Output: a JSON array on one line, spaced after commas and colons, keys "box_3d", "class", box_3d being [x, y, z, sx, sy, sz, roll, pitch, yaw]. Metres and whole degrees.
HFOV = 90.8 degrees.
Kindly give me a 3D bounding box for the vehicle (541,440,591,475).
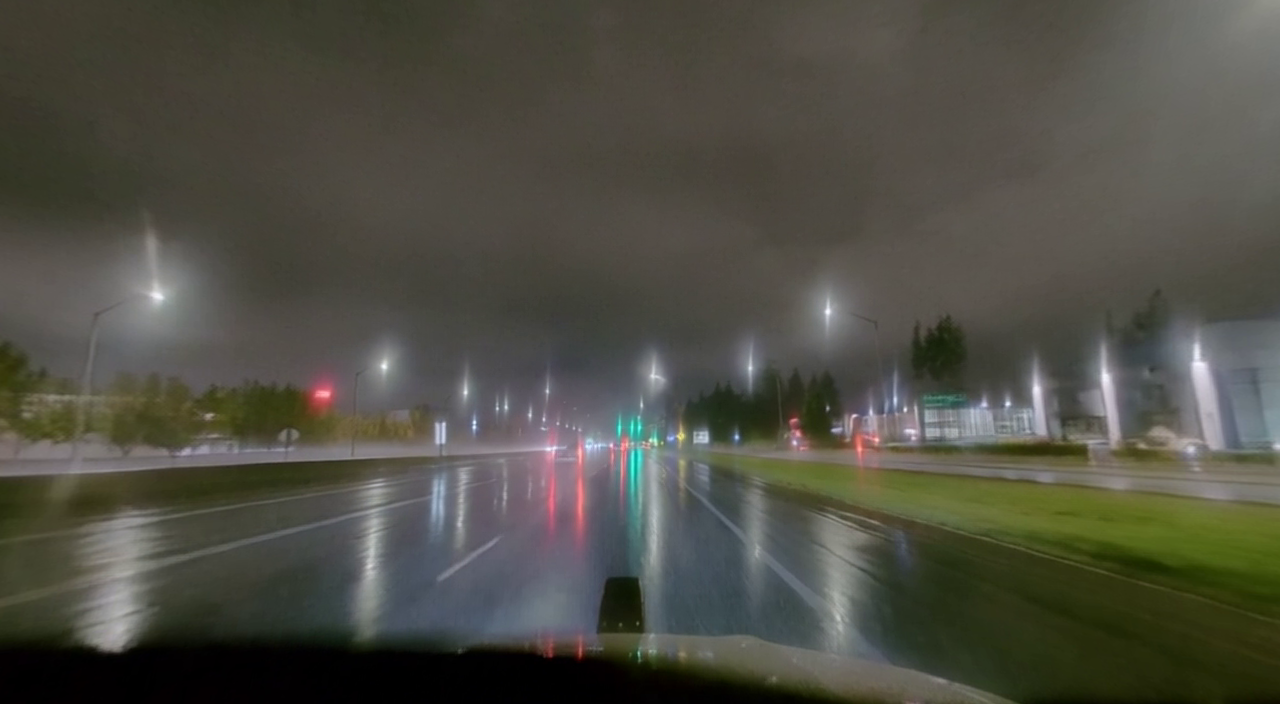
[{"box_3d": [-3.982, 5.740, 34.712, 2.150, 1.761, 4.697, -1, -8, 0], "class": "vehicle"}]
